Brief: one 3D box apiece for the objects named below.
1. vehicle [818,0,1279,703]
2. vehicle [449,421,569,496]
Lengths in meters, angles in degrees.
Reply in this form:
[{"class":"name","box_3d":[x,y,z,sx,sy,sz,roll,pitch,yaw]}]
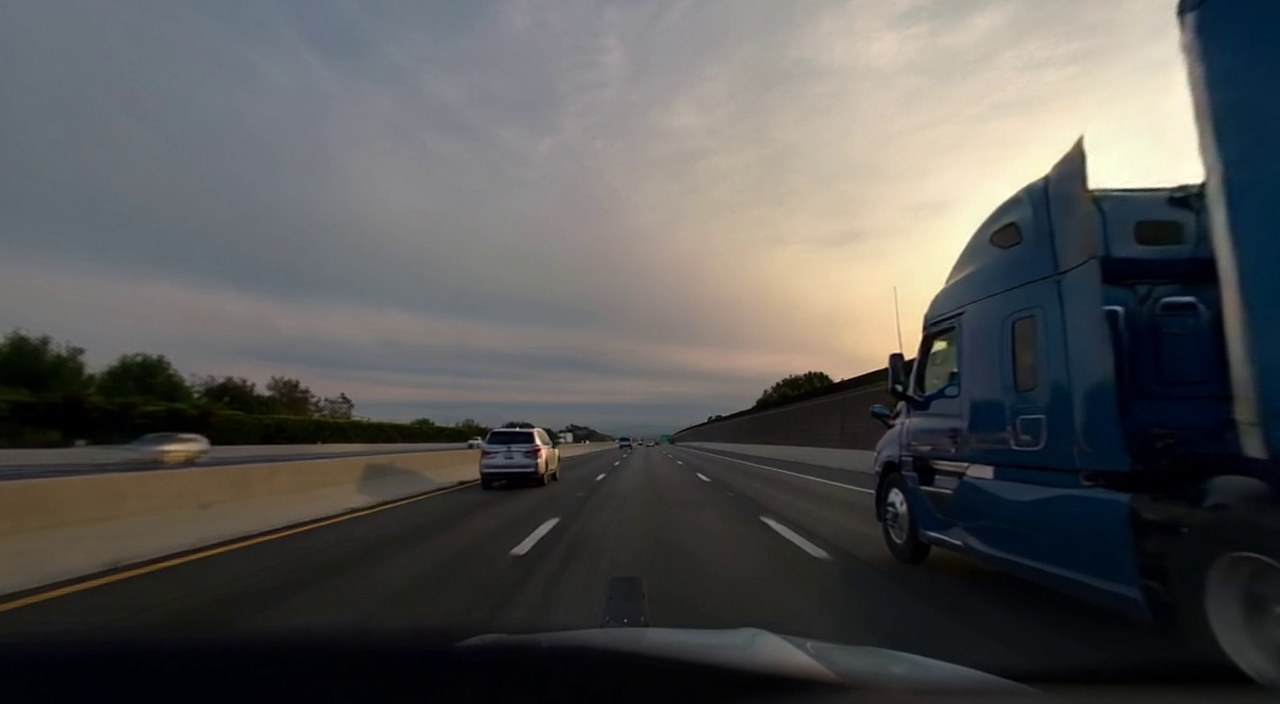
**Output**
[{"class":"vehicle","box_3d":[3.812,0.054,5.328,3.037,4.014,6.276,1,-7,3]},{"class":"vehicle","box_3d":[-3.256,2.770,16.754,2.189,1.707,4.692,0,-8,0]}]
